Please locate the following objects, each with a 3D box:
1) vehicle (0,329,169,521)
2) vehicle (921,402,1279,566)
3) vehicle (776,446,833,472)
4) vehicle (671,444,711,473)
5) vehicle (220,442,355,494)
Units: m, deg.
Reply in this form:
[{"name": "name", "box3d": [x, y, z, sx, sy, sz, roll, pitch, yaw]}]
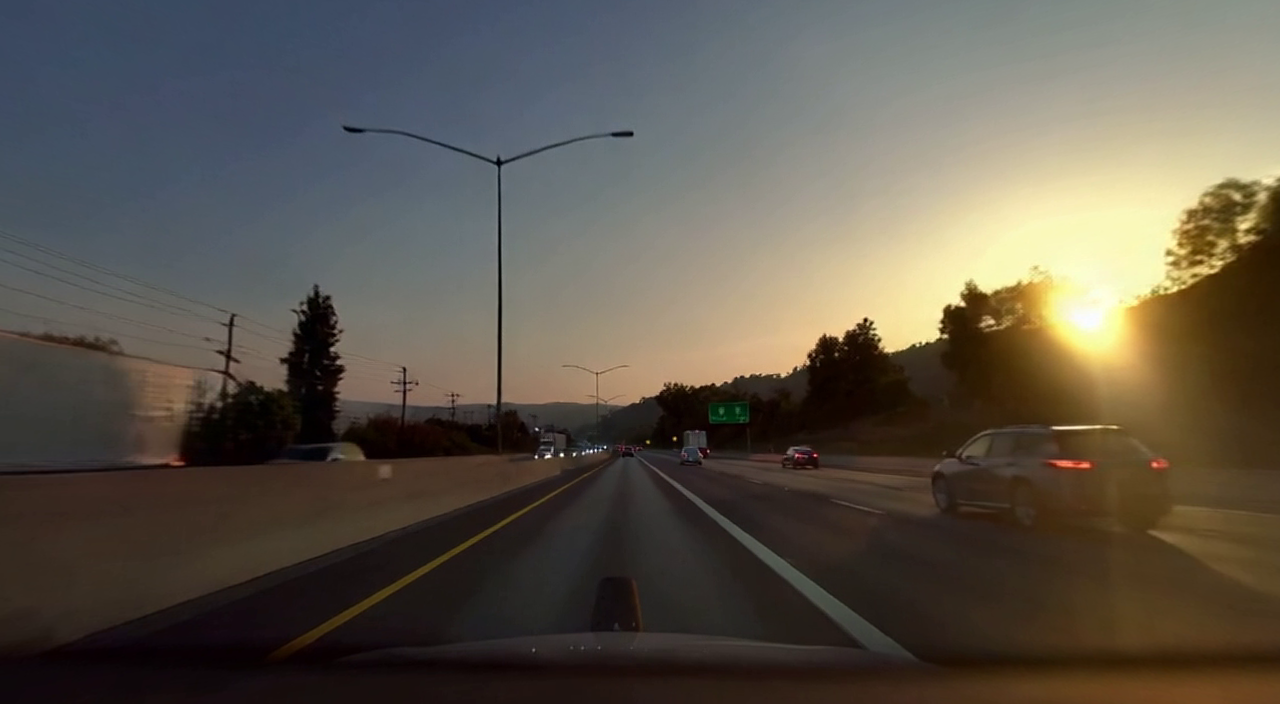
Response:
[{"name": "vehicle", "box3d": [-15.325, 1.040, 10.083, 3.035, 4.124, 16.807, 0, -9, -1]}, {"name": "vehicle", "box3d": [6.853, 1.917, 10.008, 2.244, 1.858, 5.414, 0, -9, -1]}, {"name": "vehicle", "box3d": [10.060, 6.594, 39.138, 1.987, 1.502, 5.130, 0, -9, -2]}, {"name": "vehicle", "box3d": [3.036, 6.447, 38.471, 2.018, 1.600, 4.121, 0, -9, -2]}, {"name": "vehicle", "box3d": [-11.797, 3.893, 21.593, 1.983, 1.581, 4.625, 0, -9, -1]}]
